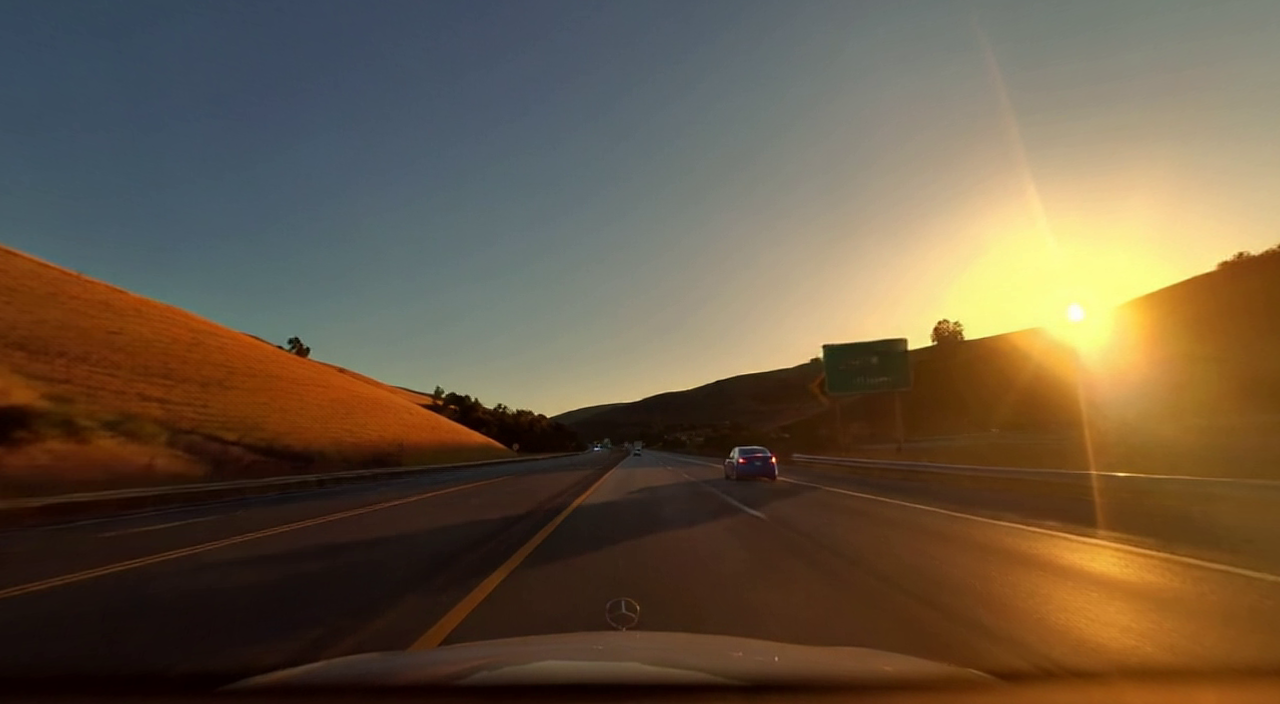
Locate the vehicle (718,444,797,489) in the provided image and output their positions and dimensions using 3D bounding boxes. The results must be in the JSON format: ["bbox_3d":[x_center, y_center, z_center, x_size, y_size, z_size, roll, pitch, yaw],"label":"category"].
[{"bbox_3d":[4.144,4.103,22.815,1.981,1.440,4.125,0,-9,-1],"label":"vehicle"}]
